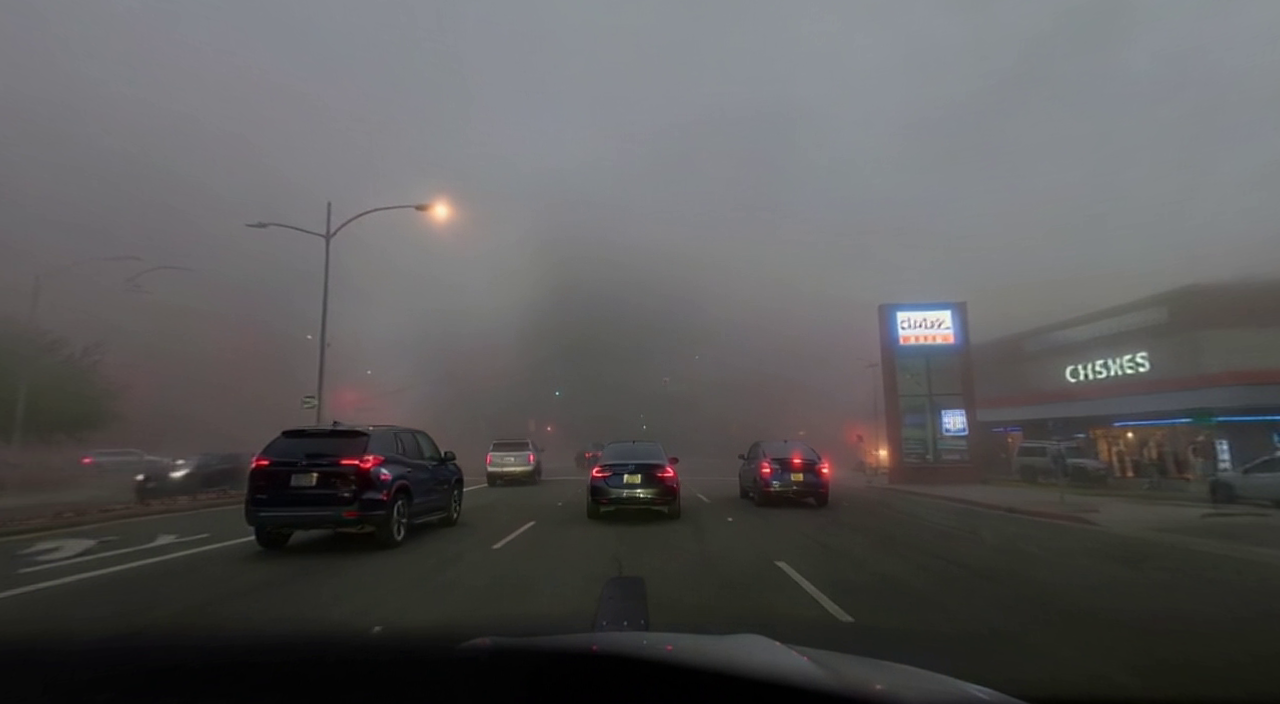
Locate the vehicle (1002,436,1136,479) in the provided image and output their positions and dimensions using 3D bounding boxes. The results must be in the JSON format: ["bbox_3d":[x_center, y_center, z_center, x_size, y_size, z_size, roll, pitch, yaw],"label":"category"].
[{"bbox_3d":[17.939,4.402,26.557,1.907,1.669,4.147,5,-10,-28],"label":"vehicle"}]

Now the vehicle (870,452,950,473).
[{"bbox_3d":[19.206,7.869,44.991,4.795,1.457,1.986,0,-8,4],"label":"vehicle"}]

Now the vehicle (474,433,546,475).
[{"bbox_3d":[-6.736,5.379,33.413,2.321,2.013,5.640,0,-8,3],"label":"vehicle"}]

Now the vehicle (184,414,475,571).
[{"bbox_3d":[-3.912,1.826,8.915,1.983,1.685,3.997,0,-8,1],"label":"vehicle"}]

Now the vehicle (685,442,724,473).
[{"bbox_3d":[3.651,5.992,36.125,1.848,1.665,3.747,0,-8,0],"label":"vehicle"}]

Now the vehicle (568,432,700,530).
[{"bbox_3d":[-0.098,2.395,12.262,2.121,1.563,4.031,0,-8,0],"label":"vehicle"}]

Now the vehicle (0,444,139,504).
[{"bbox_3d":[-19.353,3.922,20.792,1.888,1.717,4.517,0,-8,0],"label":"vehicle"}]

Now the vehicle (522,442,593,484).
[{"bbox_3d":[-3.152,4.360,25.059,2.126,1.490,4.265,0,-8,2],"label":"vehicle"}]

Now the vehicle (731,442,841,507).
[{"bbox_3d":[3.666,3.141,16.698,1.979,1.485,4.207,0,-8,1],"label":"vehicle"}]
